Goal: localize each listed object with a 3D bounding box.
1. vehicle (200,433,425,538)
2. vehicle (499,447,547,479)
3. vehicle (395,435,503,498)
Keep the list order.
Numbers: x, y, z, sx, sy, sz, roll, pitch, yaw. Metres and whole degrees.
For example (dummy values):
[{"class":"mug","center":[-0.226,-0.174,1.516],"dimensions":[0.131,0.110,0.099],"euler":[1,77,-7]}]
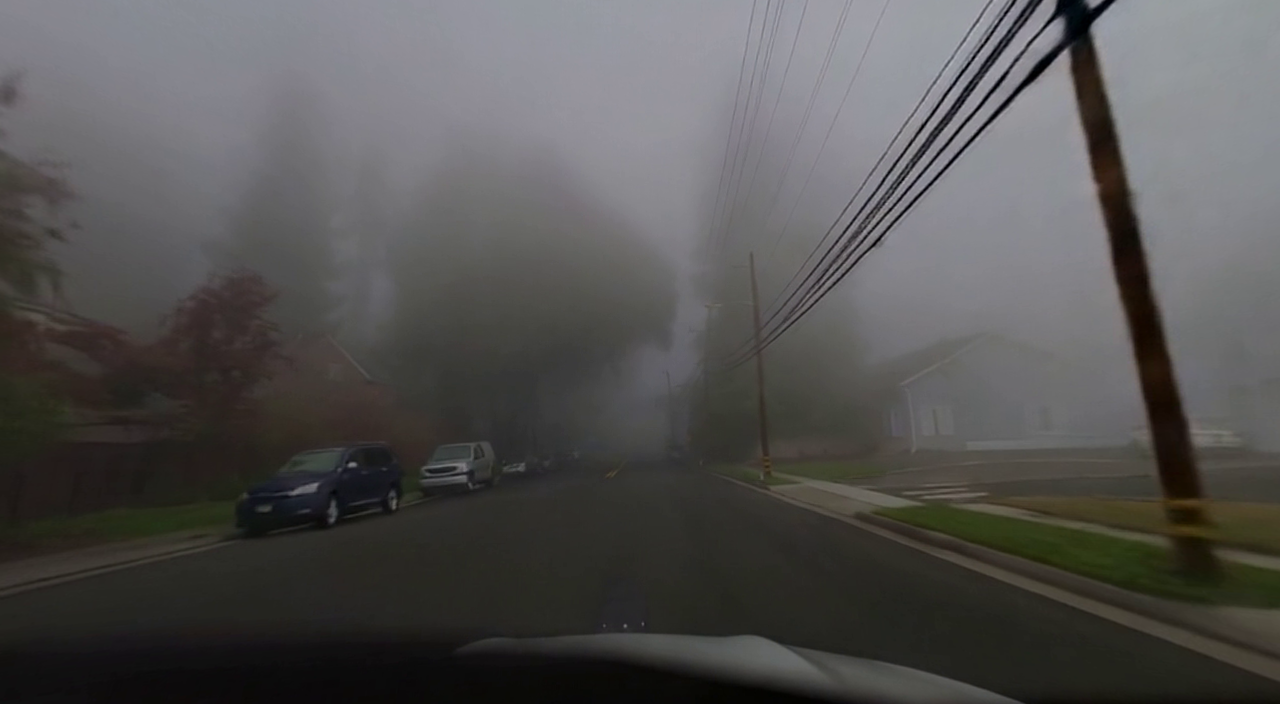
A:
[{"class":"vehicle","center":[-6.739,2.758,13.914],"dimensions":[2.120,1.799,5.370],"euler":[-1,-8,0]},{"class":"vehicle","center":[-6.909,6.587,37.728],"dimensions":[1.852,1.510,4.812],"euler":[-5,-7,0]},{"class":"vehicle","center":[-6.772,4.071,23.236],"dimensions":[2.144,1.955,6.159],"euler":[0,-7,-1]}]
